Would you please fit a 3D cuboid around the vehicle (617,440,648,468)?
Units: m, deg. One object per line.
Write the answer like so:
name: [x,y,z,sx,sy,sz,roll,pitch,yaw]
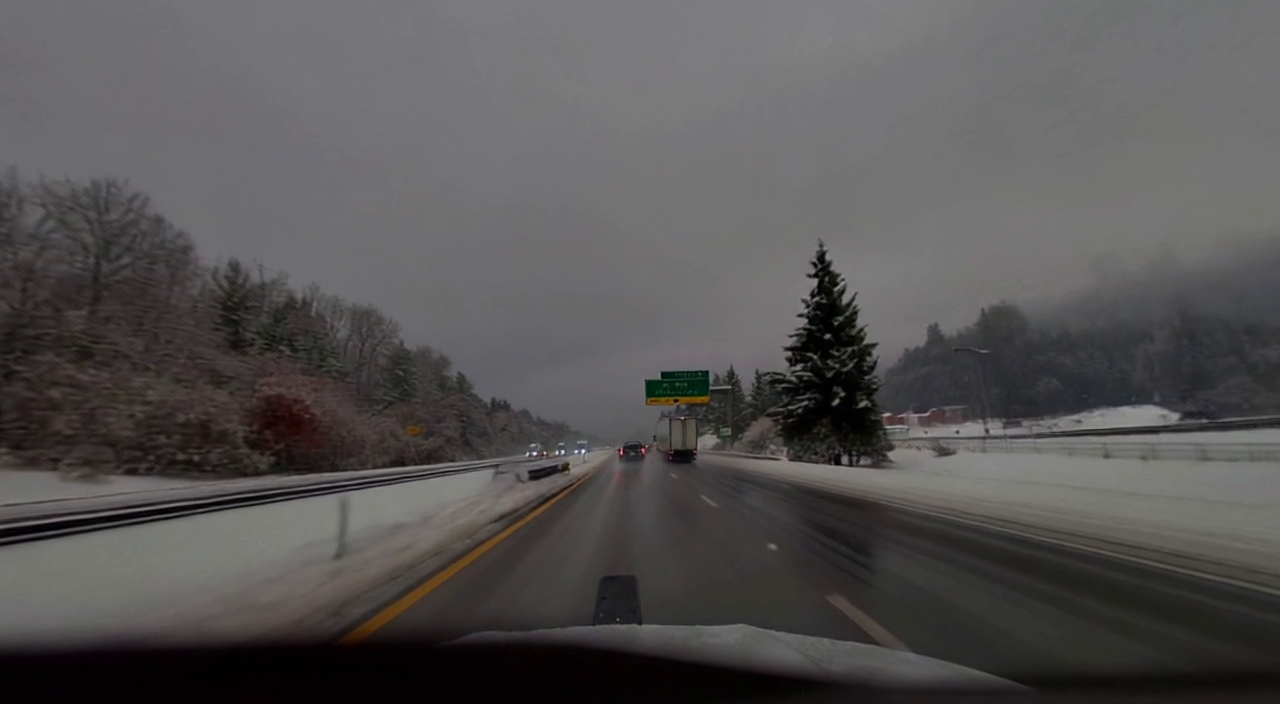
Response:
vehicle: [-0.570,7.442,45.717,2.156,1.886,4.334,0,-9,-1]
